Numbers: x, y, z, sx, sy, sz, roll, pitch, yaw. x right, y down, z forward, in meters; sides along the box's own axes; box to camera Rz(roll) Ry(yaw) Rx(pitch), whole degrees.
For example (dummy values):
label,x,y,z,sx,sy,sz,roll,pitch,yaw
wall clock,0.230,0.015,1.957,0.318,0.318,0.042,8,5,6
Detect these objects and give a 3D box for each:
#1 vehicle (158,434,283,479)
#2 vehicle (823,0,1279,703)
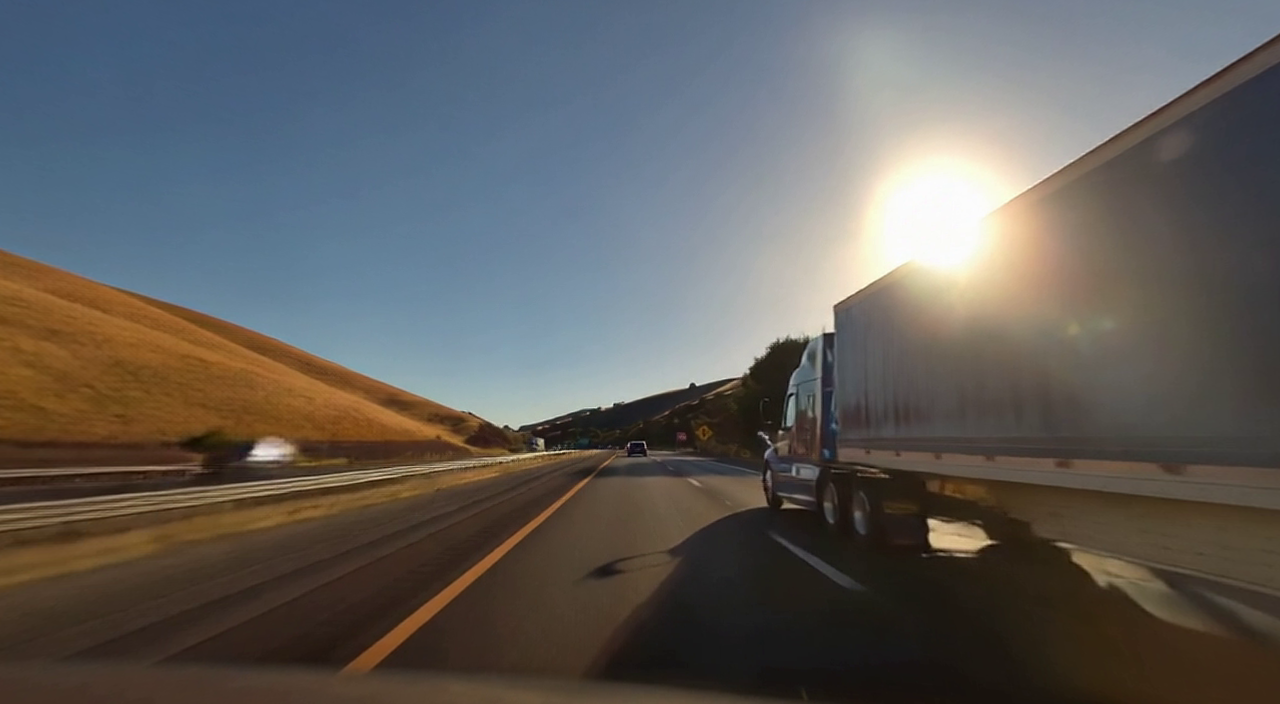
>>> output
label,x,y,z,sx,sy,sz,roll,pitch,yaw
vehicle,-17.366,4.337,26.503,2.047,1.682,4.656,0,-8,0
vehicle,4.206,-0.260,4.155,2.859,4.378,10.032,0,-8,0
